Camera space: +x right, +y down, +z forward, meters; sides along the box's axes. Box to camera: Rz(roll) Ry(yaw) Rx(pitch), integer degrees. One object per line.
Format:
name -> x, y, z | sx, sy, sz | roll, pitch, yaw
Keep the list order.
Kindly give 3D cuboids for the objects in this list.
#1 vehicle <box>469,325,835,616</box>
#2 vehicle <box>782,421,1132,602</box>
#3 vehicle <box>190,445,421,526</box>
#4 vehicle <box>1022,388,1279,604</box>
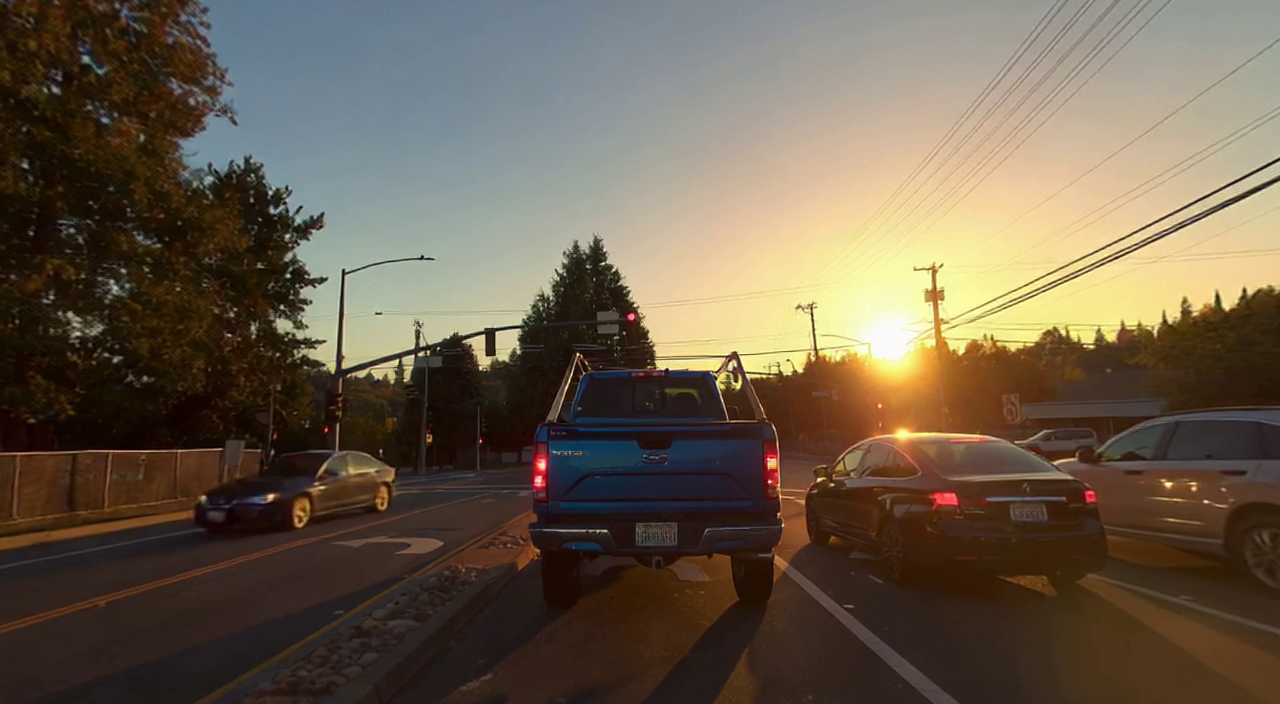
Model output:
vehicle -> 0.112, 1.361, 8.079 | 2.831, 2.284, 6.149 | 0, -8, 0
vehicle -> 3.118, 1.637, 7.362 | 1.993, 1.495, 4.060 | 0, -8, 1
vehicle -> -7.694, 3.073, 15.319 | 2.378, 1.611, 5.046 | -1, -9, 8
vehicle -> 6.154, 1.338, 6.272 | 1.982, 1.727, 4.352 | 0, -8, 1
